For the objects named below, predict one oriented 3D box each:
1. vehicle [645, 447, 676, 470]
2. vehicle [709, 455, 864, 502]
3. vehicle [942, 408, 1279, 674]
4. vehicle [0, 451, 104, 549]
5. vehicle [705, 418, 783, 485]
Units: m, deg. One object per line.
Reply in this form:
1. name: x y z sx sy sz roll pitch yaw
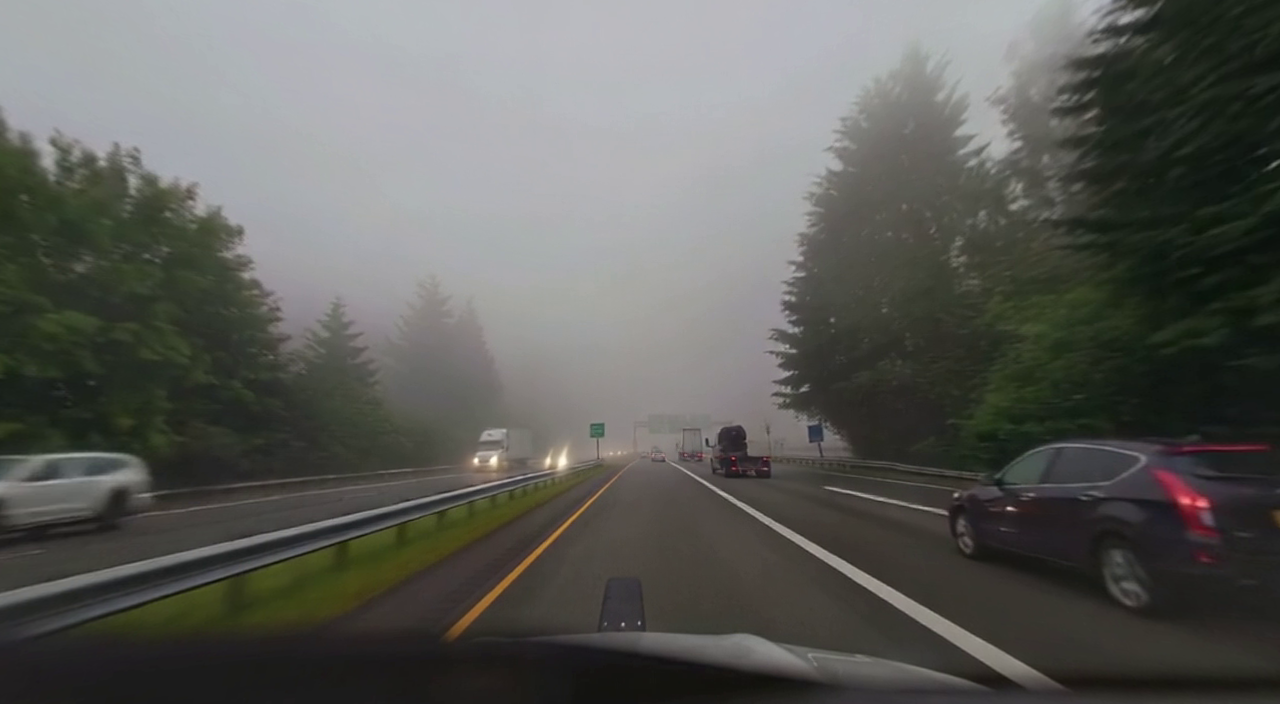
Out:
1. vehicle: 1.398 7.412 44.004 2.049 1.500 3.790 0 -9 1
2. vehicle: 4.642 4.458 23.439 2.472 1.036 13.239 -1 -9 -1
3. vehicle: 4.497 1.366 5.512 1.873 1.519 3.607 0 -9 0
4. vehicle: -12.644 2.769 11.493 1.899 1.750 4.339 -4 -9 0
5. vehicle: 4.717 4.662 29.736 2.569 2.783 5.984 0 -9 -1
